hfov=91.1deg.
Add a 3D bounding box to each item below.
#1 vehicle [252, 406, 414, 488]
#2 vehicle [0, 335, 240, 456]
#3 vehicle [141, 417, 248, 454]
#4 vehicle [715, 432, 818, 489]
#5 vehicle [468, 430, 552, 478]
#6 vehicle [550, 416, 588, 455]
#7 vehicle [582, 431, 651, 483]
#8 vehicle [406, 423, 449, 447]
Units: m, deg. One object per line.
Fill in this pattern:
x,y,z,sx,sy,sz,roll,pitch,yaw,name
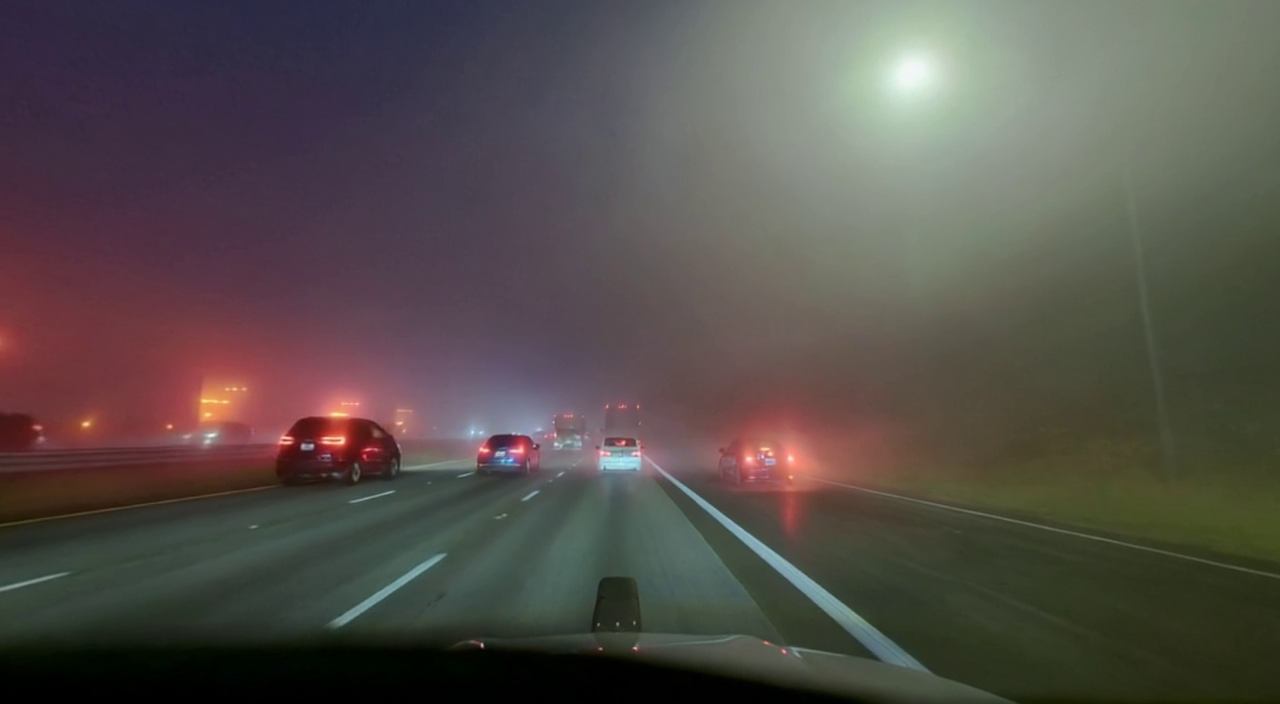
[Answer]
-8.192,2.579,17.394,2.158,1.943,4.662,0,-8,-1,vehicle
-23.123,2.303,27.246,2.881,3.978,14.159,0,-8,-3,vehicle
-19.418,3.664,27.641,1.873,1.475,4.034,0,-8,-2,vehicle
3.592,3.157,18.753,1.981,1.474,4.396,0,-8,-3,vehicle
-4.444,3.548,22.245,2.046,1.493,4.384,0,-8,0,vehicle
-5.101,6.084,45.927,2.303,2.610,6.579,0,-8,-2,vehicle
-0.702,3.254,19.885,1.980,1.478,3.758,0,-8,-1,vehicle
-16.337,6.378,48.484,1.919,1.761,4.413,0,-8,-2,vehicle
